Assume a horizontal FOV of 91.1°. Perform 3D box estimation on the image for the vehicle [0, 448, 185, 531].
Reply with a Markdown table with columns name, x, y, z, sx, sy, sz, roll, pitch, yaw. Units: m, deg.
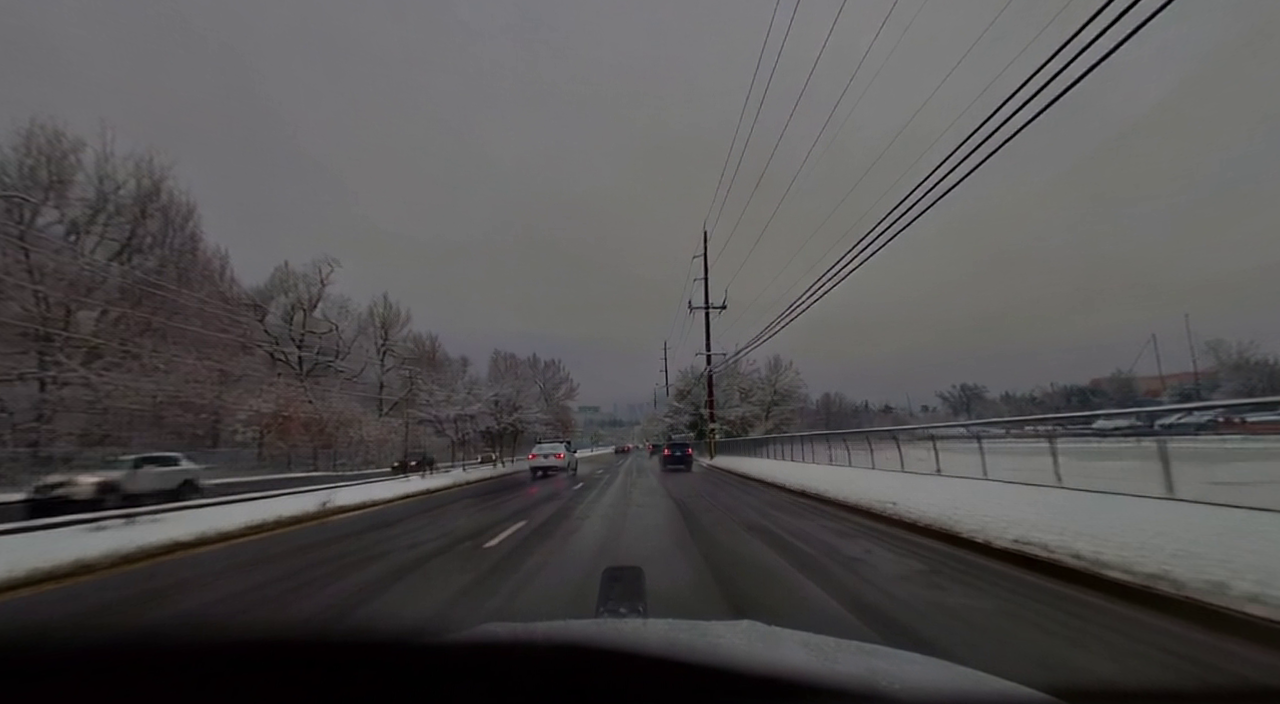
| name | x | y | z | sx | sy | sz | roll | pitch | yaw |
| --- | --- | --- | --- | --- | --- | --- | --- | --- | --- |
| vehicle | -13.092 | 2.965 | 14.202 | 2.028 | 1.534 | 4.589 | -1 | -8 | 2 |

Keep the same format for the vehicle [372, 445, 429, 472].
| name | x | y | z | sx | sy | sz | roll | pitch | yaw |
| --- | --- | --- | --- | --- | --- | --- | --- | --- | --- |
| vehicle | -16.514 | 7.344 | 43.547 | 2.073 | 1.715 | 4.524 | 0 | -8 | 1 |

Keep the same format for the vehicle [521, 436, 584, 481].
| name | x | y | z | sx | sy | sz | roll | pitch | yaw |
| --- | --- | --- | --- | --- | --- | --- | --- | --- | --- |
| vehicle | -3.569 | 4.441 | 26.464 | 1.950 | 1.692 | 4.397 | -1 | -8 | 1 |

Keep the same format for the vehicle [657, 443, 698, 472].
| name | x | y | z | sx | sy | sz | roll | pitch | yaw |
| --- | --- | --- | --- | --- | --- | --- | --- | --- | --- |
| vehicle | 2.011 | 5.805 | 34.886 | 2.059 | 1.486 | 3.980 | 0 | -8 | 0 |
